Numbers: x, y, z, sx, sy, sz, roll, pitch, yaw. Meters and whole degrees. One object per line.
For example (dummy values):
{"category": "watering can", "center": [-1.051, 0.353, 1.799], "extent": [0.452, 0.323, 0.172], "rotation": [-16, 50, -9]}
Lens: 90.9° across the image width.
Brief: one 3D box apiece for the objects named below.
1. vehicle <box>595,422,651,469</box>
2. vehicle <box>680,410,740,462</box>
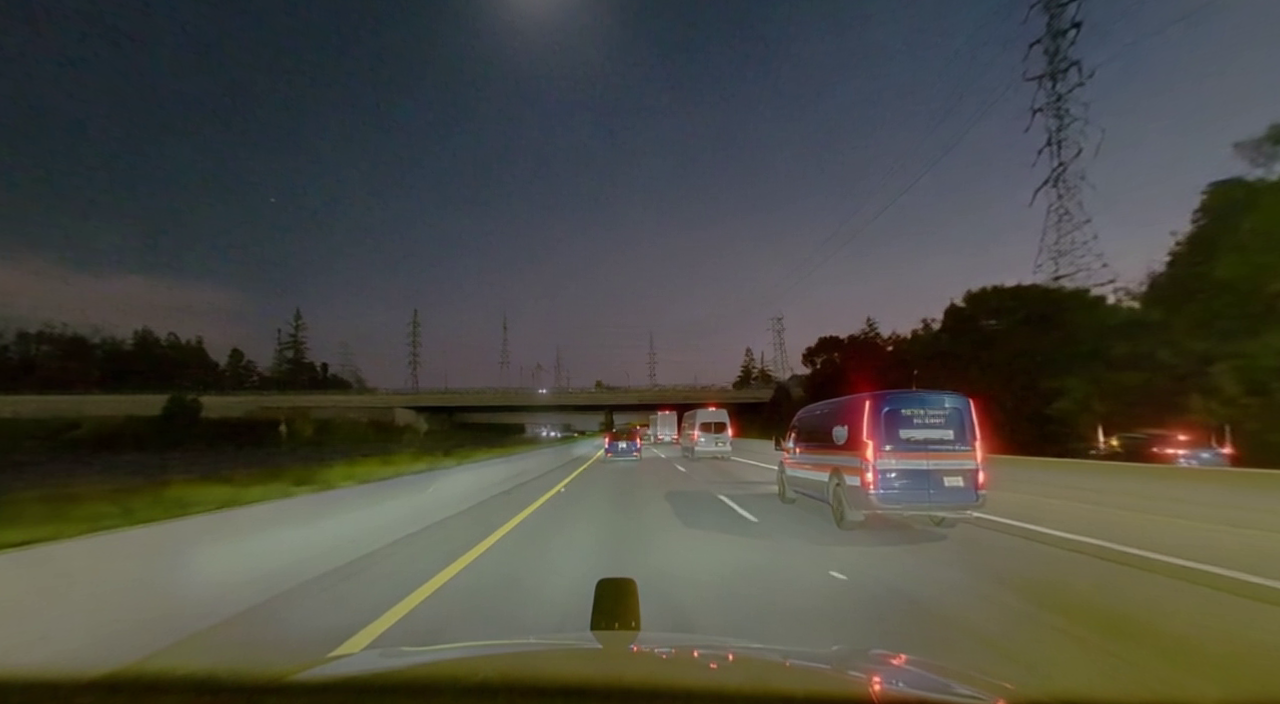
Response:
{"category": "vehicle", "center": [-0.680, 3.746, 25.471], "extent": [2.073, 1.750, 4.116], "rotation": [0, -8, -2]}
{"category": "vehicle", "center": [3.578, 4.461, 33.328], "extent": [2.387, 2.506, 5.374], "rotation": [0, -8, -2]}
